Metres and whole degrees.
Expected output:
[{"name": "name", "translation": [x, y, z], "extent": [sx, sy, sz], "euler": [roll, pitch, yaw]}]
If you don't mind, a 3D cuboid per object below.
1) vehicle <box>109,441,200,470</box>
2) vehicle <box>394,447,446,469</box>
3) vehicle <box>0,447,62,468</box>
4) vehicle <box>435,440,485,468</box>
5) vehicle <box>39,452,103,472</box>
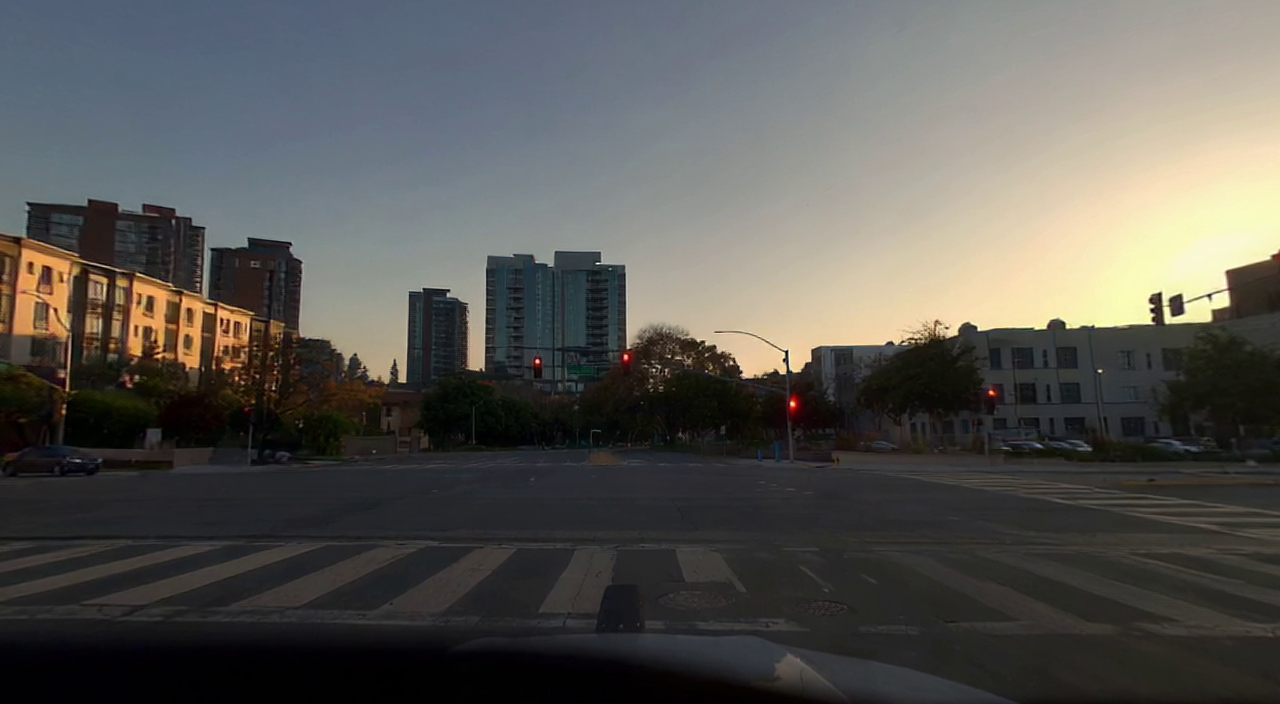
[{"name": "vehicle", "translation": [-34.926, 7.417, 45.728], "extent": [2.204, 1.955, 5.518], "euler": [0, -8, 0]}, {"name": "vehicle", "translation": [-15.524, 7.446, 44.792], "extent": [2.056, 1.450, 4.343], "euler": [0, -8, 0]}, {"name": "vehicle", "translation": [-45.279, 7.758, 46.586], "extent": [1.858, 1.467, 3.624], "euler": [0, -8, 0]}, {"name": "vehicle", "translation": [-11.975, 6.799, 42.315], "extent": [2.080, 1.763, 4.341], "euler": [0, -8, 0]}, {"name": "vehicle", "translation": [-41.605, 8.022, 46.272], "extent": [1.552, 1.339, 3.340], "euler": [-2, -9, -1]}]
